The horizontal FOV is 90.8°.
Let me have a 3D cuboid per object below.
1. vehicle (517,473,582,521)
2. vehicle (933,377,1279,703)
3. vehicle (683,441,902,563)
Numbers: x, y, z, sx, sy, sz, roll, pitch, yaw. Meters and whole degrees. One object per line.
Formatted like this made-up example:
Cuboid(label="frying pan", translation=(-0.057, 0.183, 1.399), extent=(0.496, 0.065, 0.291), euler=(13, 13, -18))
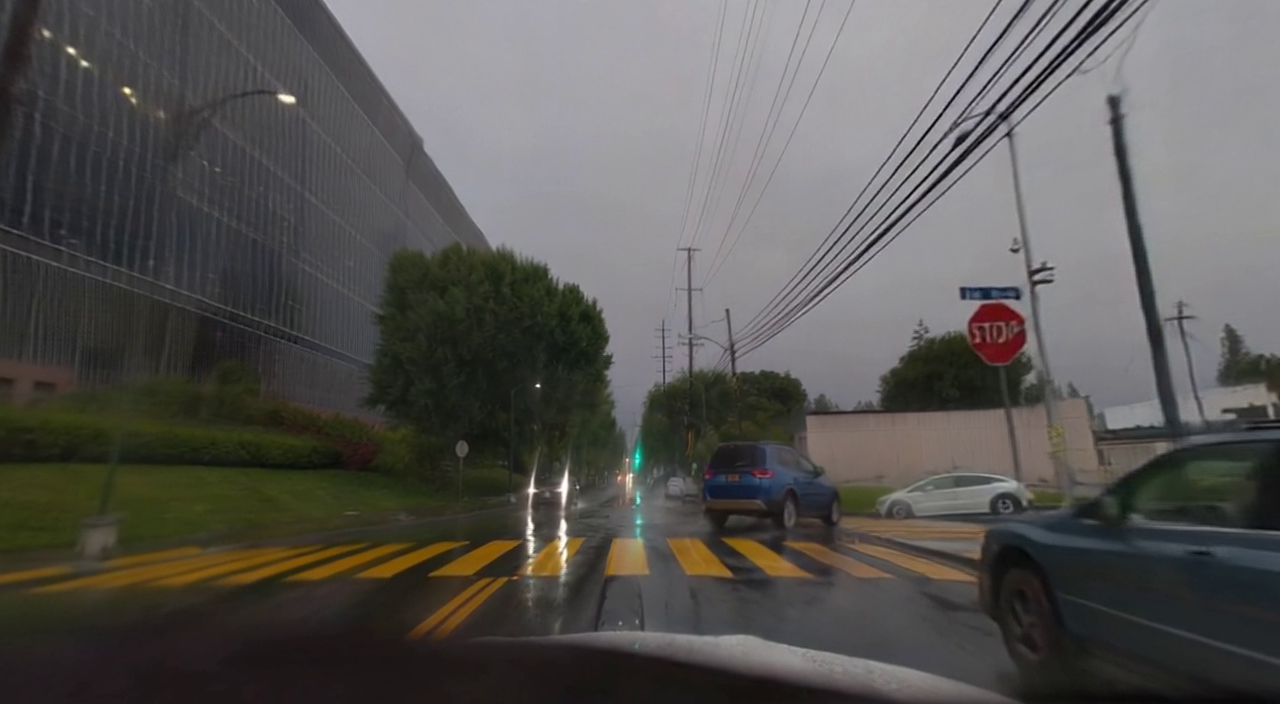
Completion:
Cuboid(label="vehicle", translation=(-3.466, 5.618, 24.816), extent=(1.911, 1.563, 4.057), euler=(0, -9, 0))
Cuboid(label="vehicle", translation=(3.269, 0.987, 2.829), extent=(1.933, 1.612, 3.941), euler=(0, -9, -1))
Cuboid(label="vehicle", translation=(3.109, 2.624, 12.064), extent=(2.214, 1.789, 4.872), euler=(-7, -11, 37))
